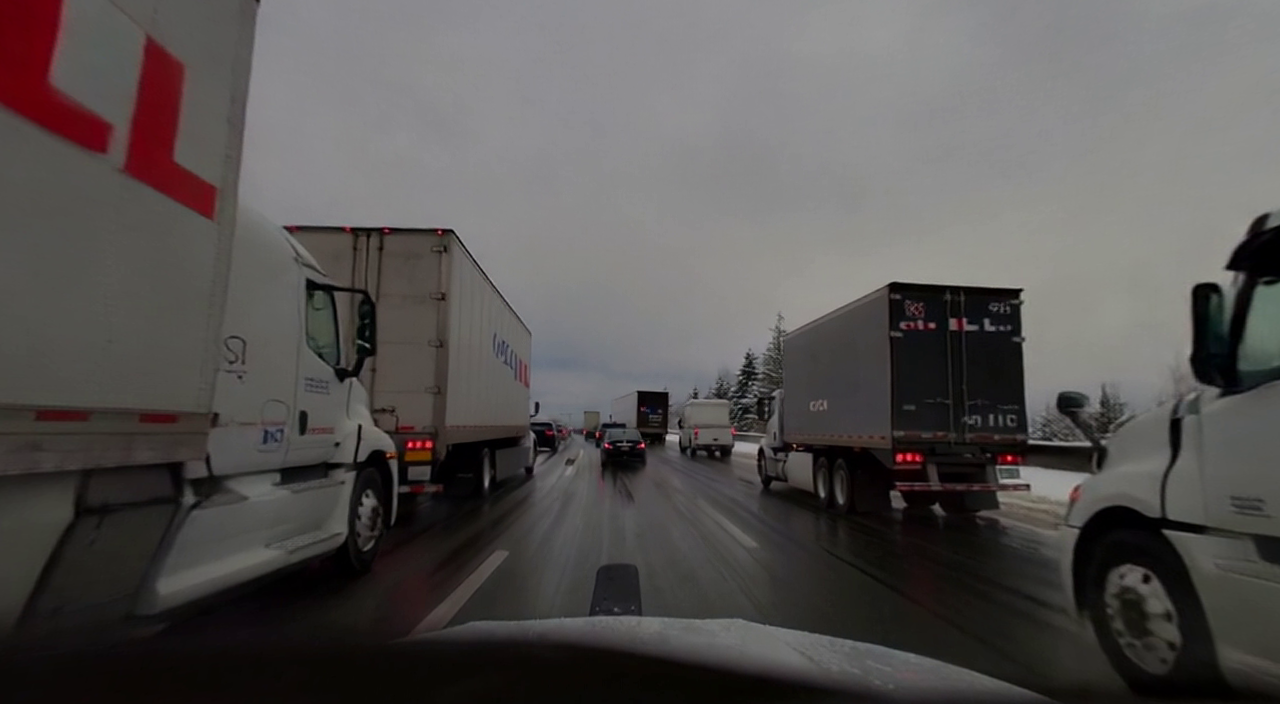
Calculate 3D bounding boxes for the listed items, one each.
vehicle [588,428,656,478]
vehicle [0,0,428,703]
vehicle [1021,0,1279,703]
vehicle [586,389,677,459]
[{"bbox_3d":[-0.728,3.432,21.749,2.060,1.540,4.374,1,-8,-5],"label":"vehicle"},{"bbox_3d":[-3.706,-0.190,2.568,2.822,3.788,8.799,0,-8,-2],"label":"vehicle"},{"bbox_3d":[5.281,-0.363,2.223,2.992,3.986,5.841,3,-8,-21],"label":"vehicle"},{"bbox_3d":[-1.046,5.156,44.068,2.899,4.112,13.912,2,-8,-15],"label":"vehicle"}]
